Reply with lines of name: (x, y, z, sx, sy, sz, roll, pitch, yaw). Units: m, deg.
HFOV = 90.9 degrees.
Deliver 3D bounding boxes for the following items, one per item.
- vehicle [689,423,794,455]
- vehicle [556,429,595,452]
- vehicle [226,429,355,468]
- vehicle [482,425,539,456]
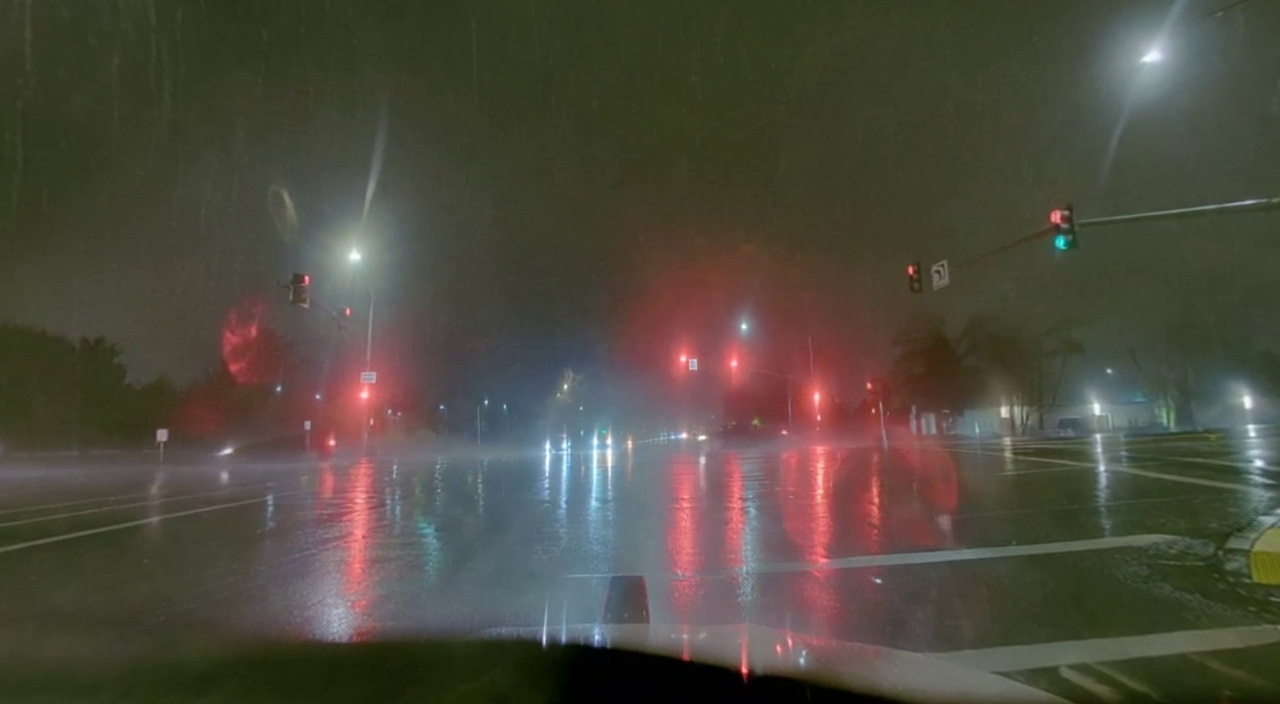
vehicle: (4.731, 4.092, 29.694, 4.510, 1.431, 1.884, 1, -9, -8)
vehicle: (-4.397, 6.168, 43.767, 1.919, 1.467, 4.086, -1, -9, 5)
vehicle: (-14.960, 4.159, 27.239, 4.407, 1.569, 1.859, 1, -9, -10)
vehicle: (-8.297, 5.746, 40.915, 2.000, 1.864, 5.044, -1, -9, 7)
